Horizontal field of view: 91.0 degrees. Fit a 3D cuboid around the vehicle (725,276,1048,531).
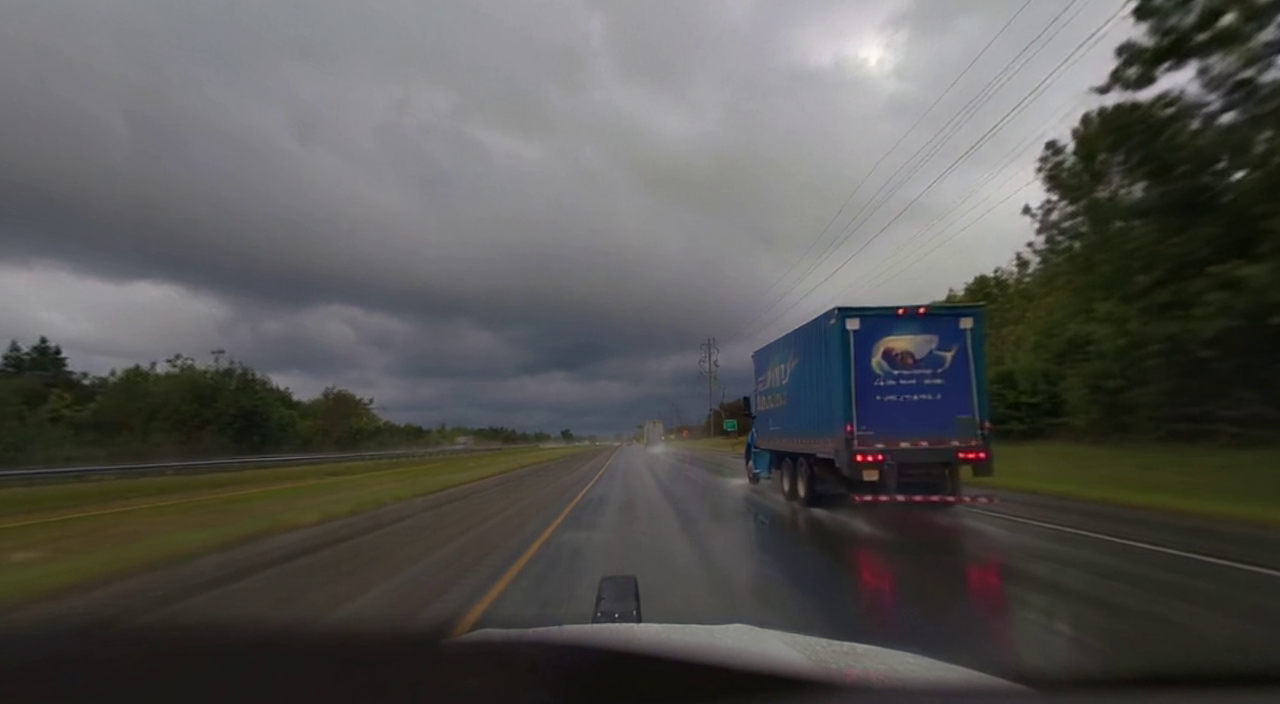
[{"bbox_3d":[4.134,1.333,13.649,3.037,3.672,9.136,0,-8,-2],"label":"vehicle"}]
